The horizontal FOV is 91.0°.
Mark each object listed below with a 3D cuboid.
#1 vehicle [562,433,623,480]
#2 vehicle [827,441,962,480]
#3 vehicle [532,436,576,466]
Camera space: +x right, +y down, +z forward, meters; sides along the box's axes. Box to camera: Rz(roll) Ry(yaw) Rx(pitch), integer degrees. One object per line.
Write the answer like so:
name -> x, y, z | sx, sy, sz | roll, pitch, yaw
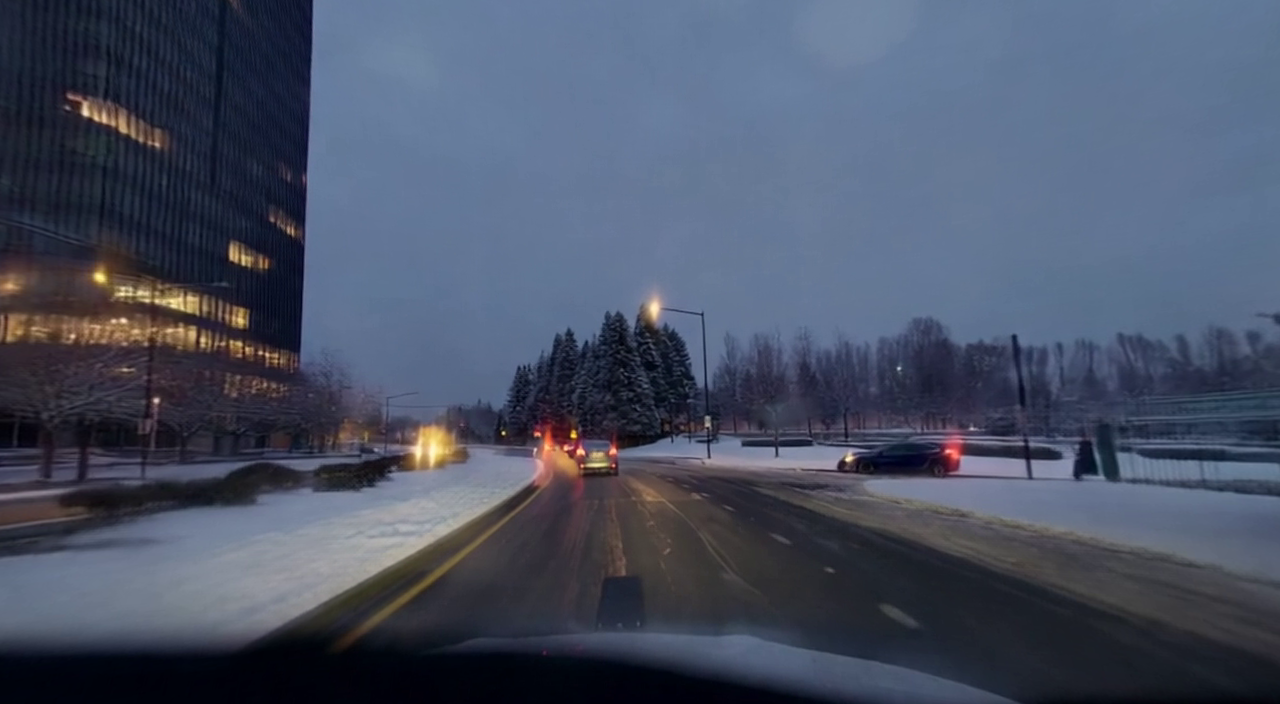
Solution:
vehicle -> -1.865, 4.064, 24.818 | 2.183, 1.675, 4.319 | 1, -8, -4
vehicle -> 10.295, 4.419, 25.819 | 4.645, 1.505, 2.100 | -1, -8, 5
vehicle -> -5.374, 6.089, 38.993 | 2.121, 1.728, 4.161 | 2, -9, -15
